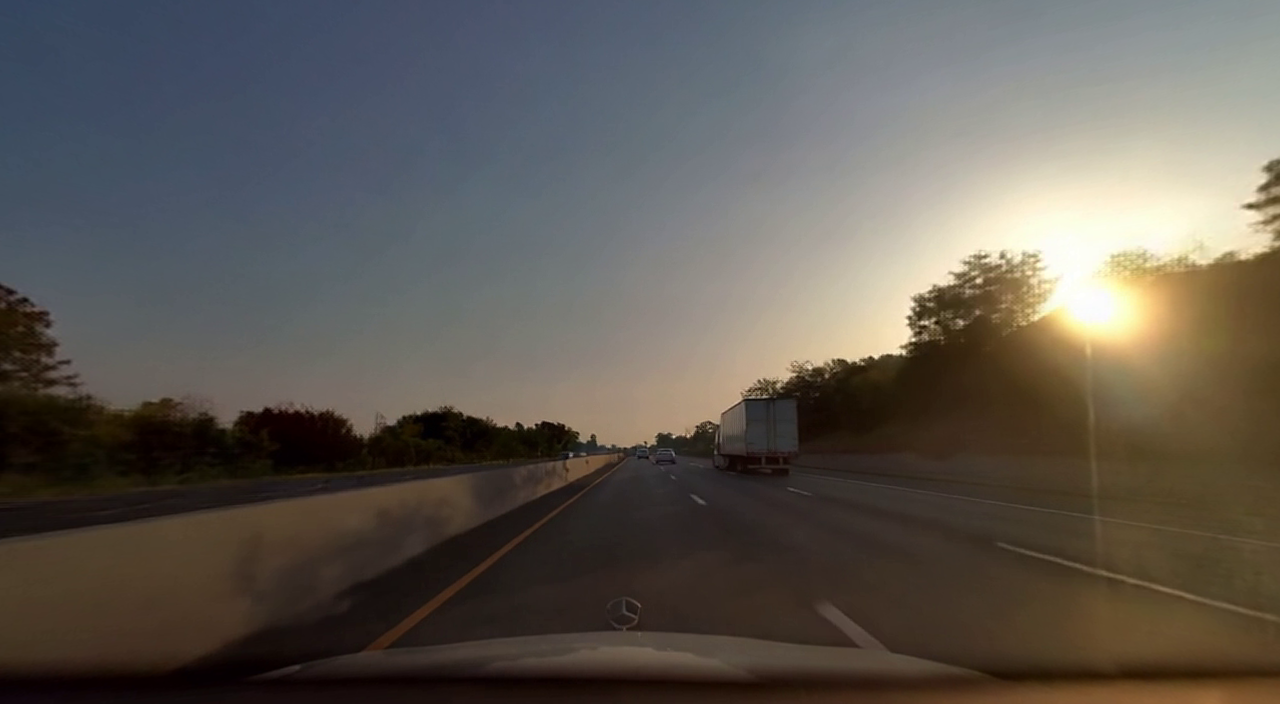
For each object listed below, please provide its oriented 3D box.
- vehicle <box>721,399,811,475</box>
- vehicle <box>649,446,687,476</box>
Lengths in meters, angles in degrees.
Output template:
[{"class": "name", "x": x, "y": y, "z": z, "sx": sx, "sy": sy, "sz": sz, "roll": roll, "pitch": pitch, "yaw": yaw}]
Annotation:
[{"class": "vehicle", "x": 7.616, "y": 5.622, "z": 40.582, "sx": 2.907, "sy": 4.042, "sz": 13.858, "roll": 0, "pitch": -9, "yaw": 0}, {"class": "vehicle", "x": 1.550, "y": 6.209, "z": 35.987, "sx": 2.024, "sy": 1.579, "sz": 3.707, "roll": 0, "pitch": -9, "yaw": 0}]
